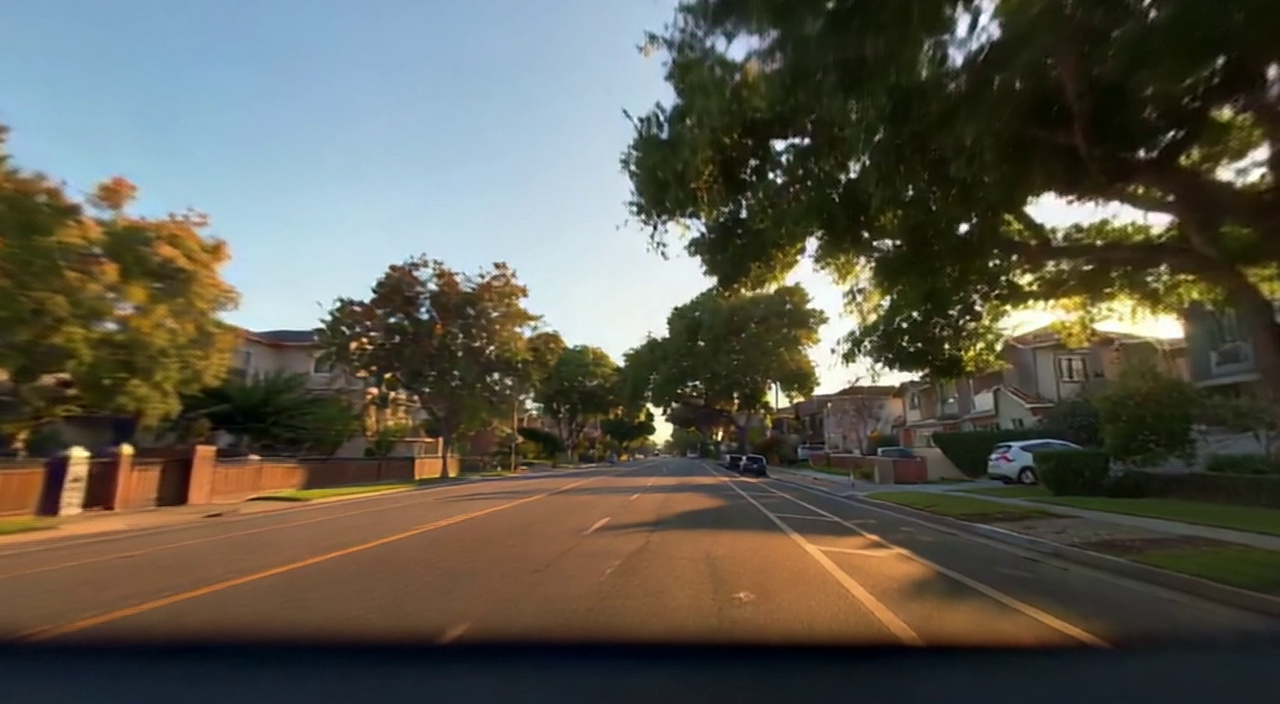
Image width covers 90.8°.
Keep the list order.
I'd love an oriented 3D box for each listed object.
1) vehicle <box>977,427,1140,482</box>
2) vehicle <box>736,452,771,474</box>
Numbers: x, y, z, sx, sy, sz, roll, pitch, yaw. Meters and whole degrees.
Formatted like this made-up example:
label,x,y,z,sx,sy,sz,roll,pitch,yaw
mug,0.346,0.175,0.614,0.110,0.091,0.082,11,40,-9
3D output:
label,x,y,z,sx,sy,sz,roll,pitch,yaw
vehicle,15.805,3.873,24.071,4.682,1.956,2.001,-1,-7,3
vehicle,8.391,8.265,47.076,1.971,1.558,4.895,0,-10,4
